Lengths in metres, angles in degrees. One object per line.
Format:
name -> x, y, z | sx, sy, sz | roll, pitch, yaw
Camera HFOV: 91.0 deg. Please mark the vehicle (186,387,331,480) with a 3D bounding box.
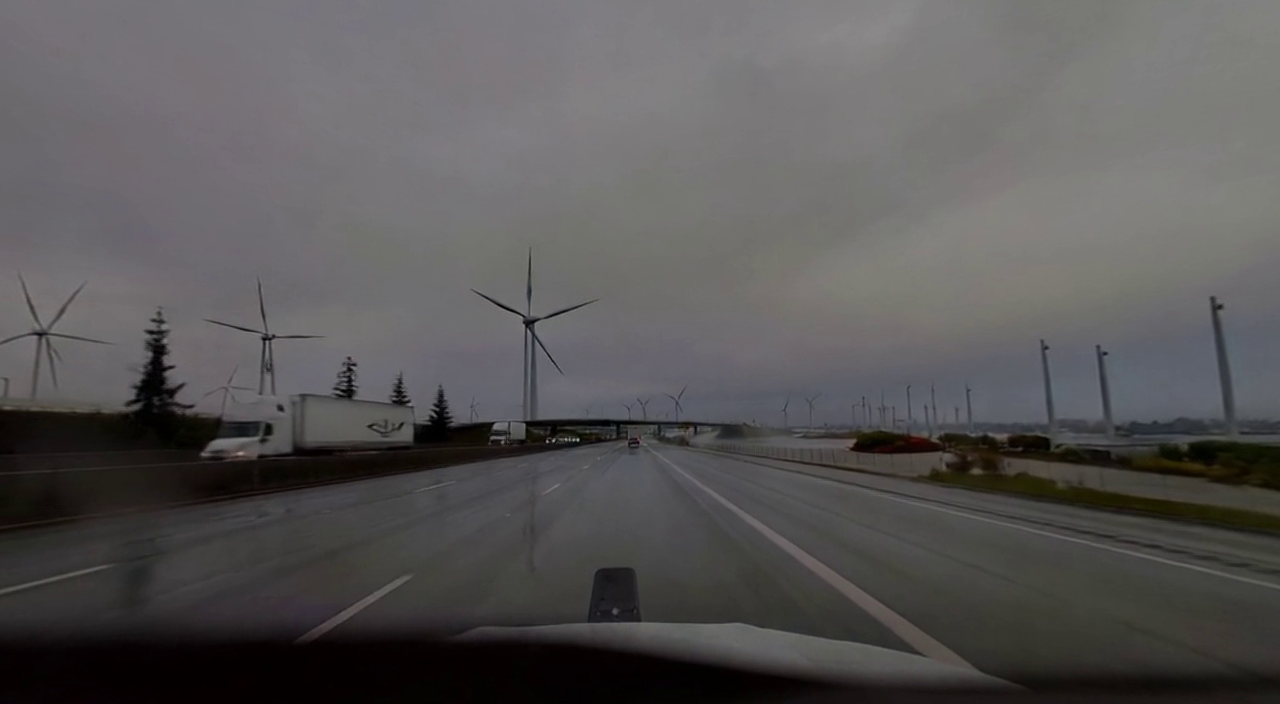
vehicle -> -17.483, 3.843, 29.444 | 2.989, 3.857, 5.976 | -1, -8, -1
